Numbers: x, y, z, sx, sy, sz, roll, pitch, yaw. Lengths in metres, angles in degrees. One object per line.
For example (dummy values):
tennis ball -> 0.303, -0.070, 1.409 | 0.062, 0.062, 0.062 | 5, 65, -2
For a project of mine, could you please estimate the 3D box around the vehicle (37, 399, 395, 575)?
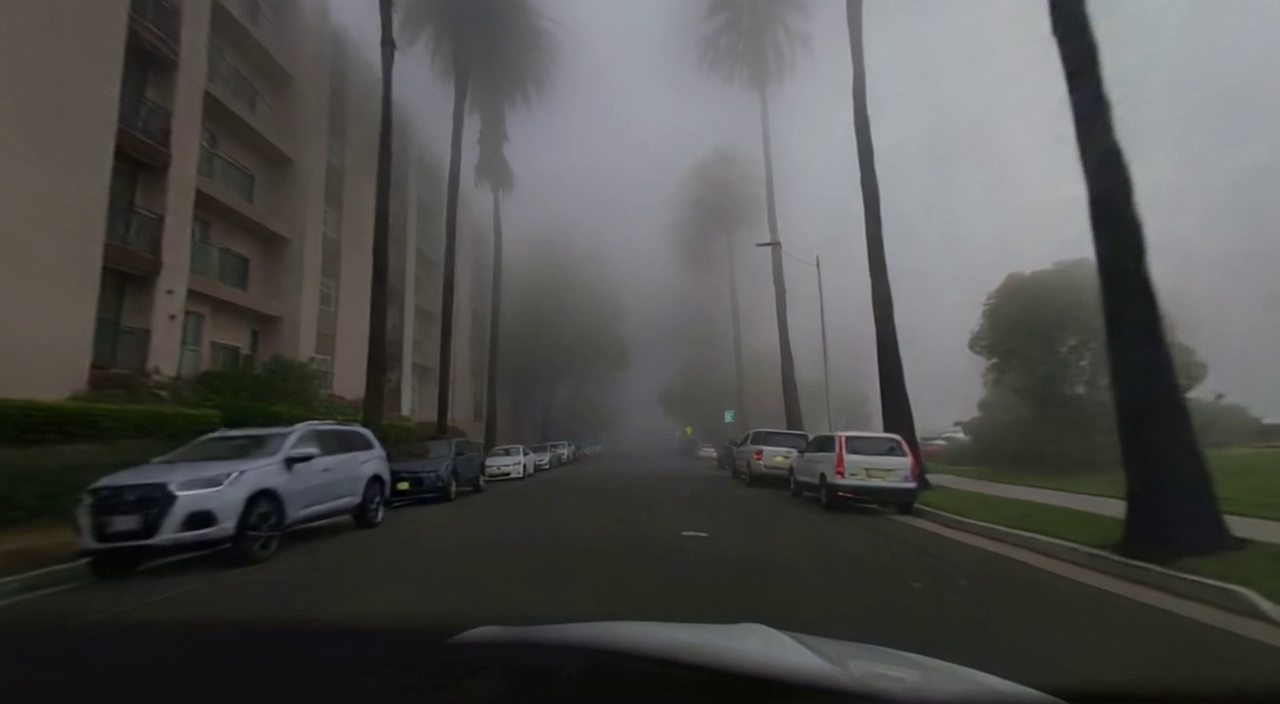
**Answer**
vehicle -> -5.502, 1.776, 9.215 | 2.087, 1.896, 4.554 | 0, -8, -1

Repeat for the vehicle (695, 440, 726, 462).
vehicle -> 5.226, 7.408, 47.367 | 1.991, 1.525, 5.203 | 0, -8, 4

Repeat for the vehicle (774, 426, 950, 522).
vehicle -> 4.614, 2.607, 14.121 | 2.220, 1.738, 4.800 | 0, -8, 1

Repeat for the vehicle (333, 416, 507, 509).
vehicle -> -5.385, 2.835, 16.734 | 2.227, 1.967, 6.220 | 0, -8, 2
